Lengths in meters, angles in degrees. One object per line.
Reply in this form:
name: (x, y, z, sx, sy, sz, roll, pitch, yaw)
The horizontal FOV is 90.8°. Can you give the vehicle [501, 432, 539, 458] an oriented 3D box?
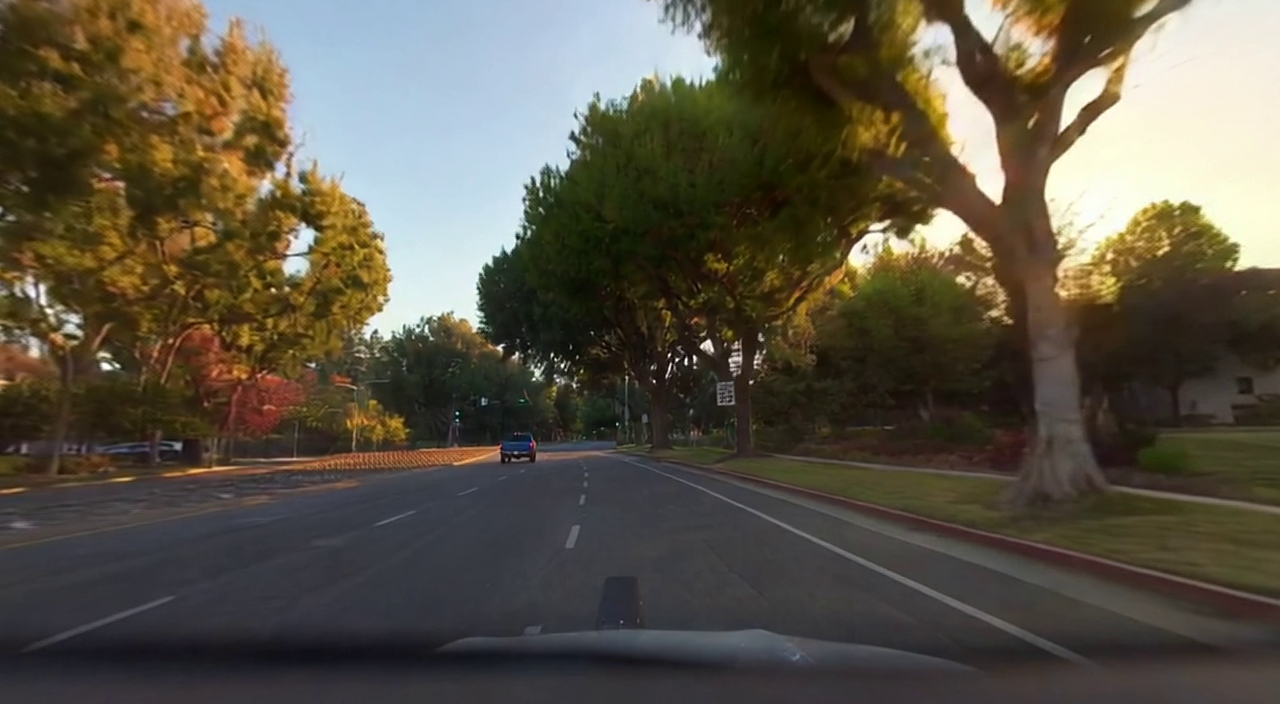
vehicle: (-9.086, 7.087, 48.165, 2.267, 1.849, 6.402, 1, -9, -6)
